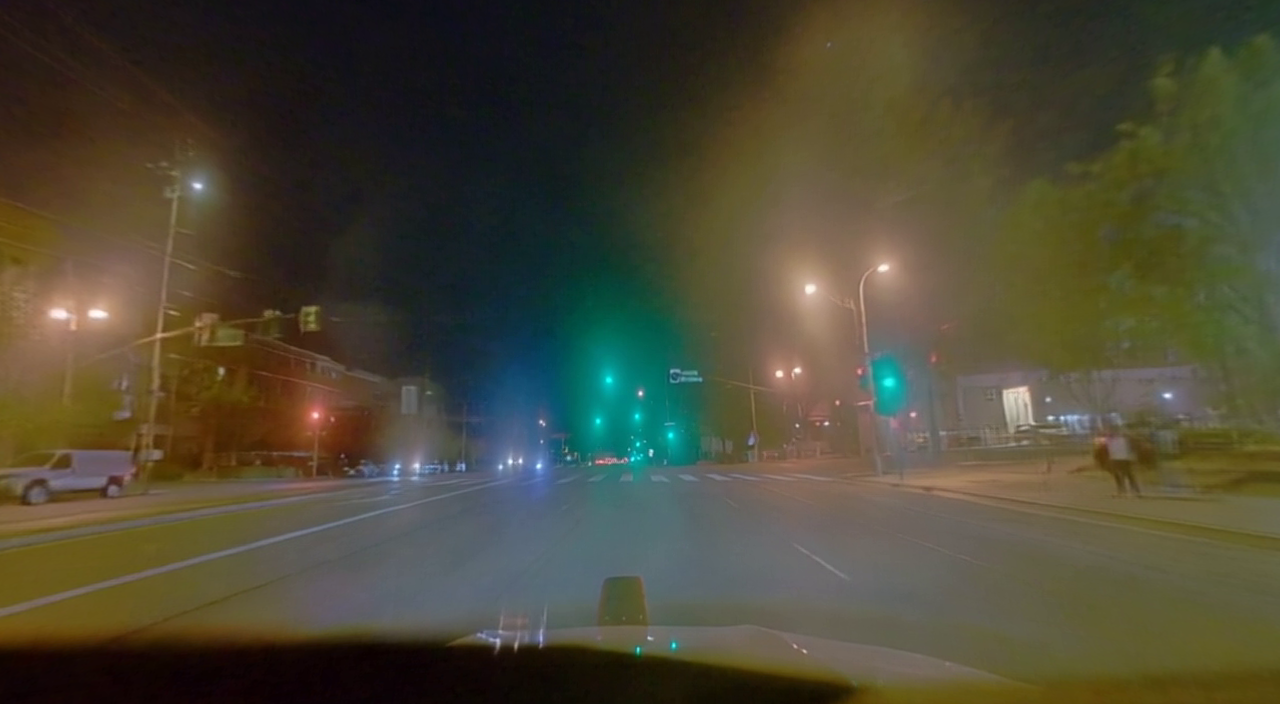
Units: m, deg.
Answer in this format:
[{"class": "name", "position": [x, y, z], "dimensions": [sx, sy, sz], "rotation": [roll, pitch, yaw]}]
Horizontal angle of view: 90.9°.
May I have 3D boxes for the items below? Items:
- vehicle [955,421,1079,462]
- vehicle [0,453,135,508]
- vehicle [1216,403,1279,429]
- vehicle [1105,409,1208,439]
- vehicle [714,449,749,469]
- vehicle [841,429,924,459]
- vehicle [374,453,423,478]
[{"class": "vehicle", "position": [17.394, 4.139, 29.292], "dimensions": [4.329, 1.502, 2.122], "rotation": [-4, -4, 6]}, {"class": "vehicle", "position": [-19.184, 4.110, 20.407], "dimensions": [1.958, 1.492, 4.580], "rotation": [-4, -8, 0]}, {"class": "vehicle", "position": [37.864, 3.864, 37.939], "dimensions": [4.444, 1.455, 1.834], "rotation": [-1, -8, 1]}, {"class": "vehicle", "position": [31.420, 4.408, 38.475], "dimensions": [4.318, 1.476, 1.940], "rotation": [-4, -9, 6]}, {"class": "vehicle", "position": [7.175, 8.431, 49.924], "dimensions": [1.919, 1.449, 4.561], "rotation": [0, -8, -2]}, {"class": "vehicle", "position": [15.323, 5.885, 40.071], "dimensions": [4.432, 1.523, 1.908], "rotation": [-4, -12, 6]}, {"class": "vehicle", "position": [-18.872, 8.880, 49.513], "dimensions": [2.027, 1.678, 4.654], "rotation": [-3, -8, 1]}]
